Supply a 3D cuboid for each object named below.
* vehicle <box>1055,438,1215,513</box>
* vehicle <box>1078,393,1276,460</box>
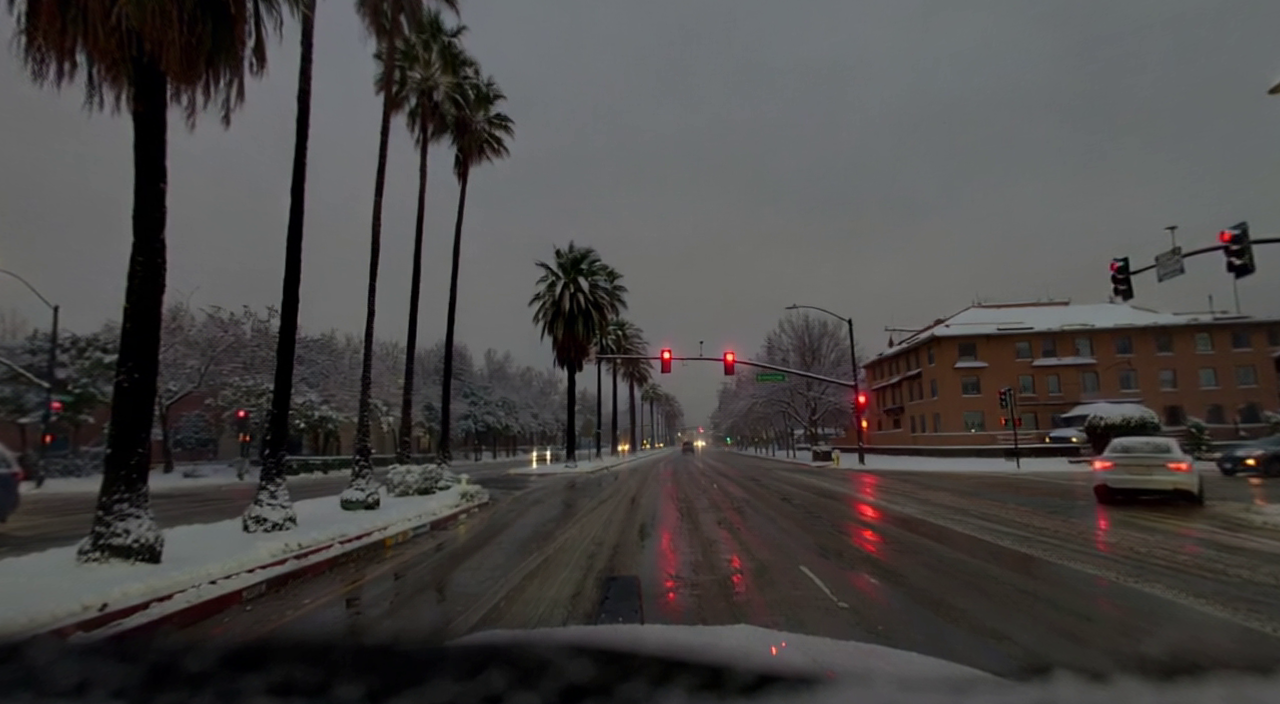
[{"bbox_3d":[11.648,2.780,14.750,4.520,1.475,2.003,8,-11,-41],"label":"vehicle"},{"bbox_3d":[32.624,4.723,39.337,2.863,3.609,10.252,0,-8,-3],"label":"vehicle"}]
